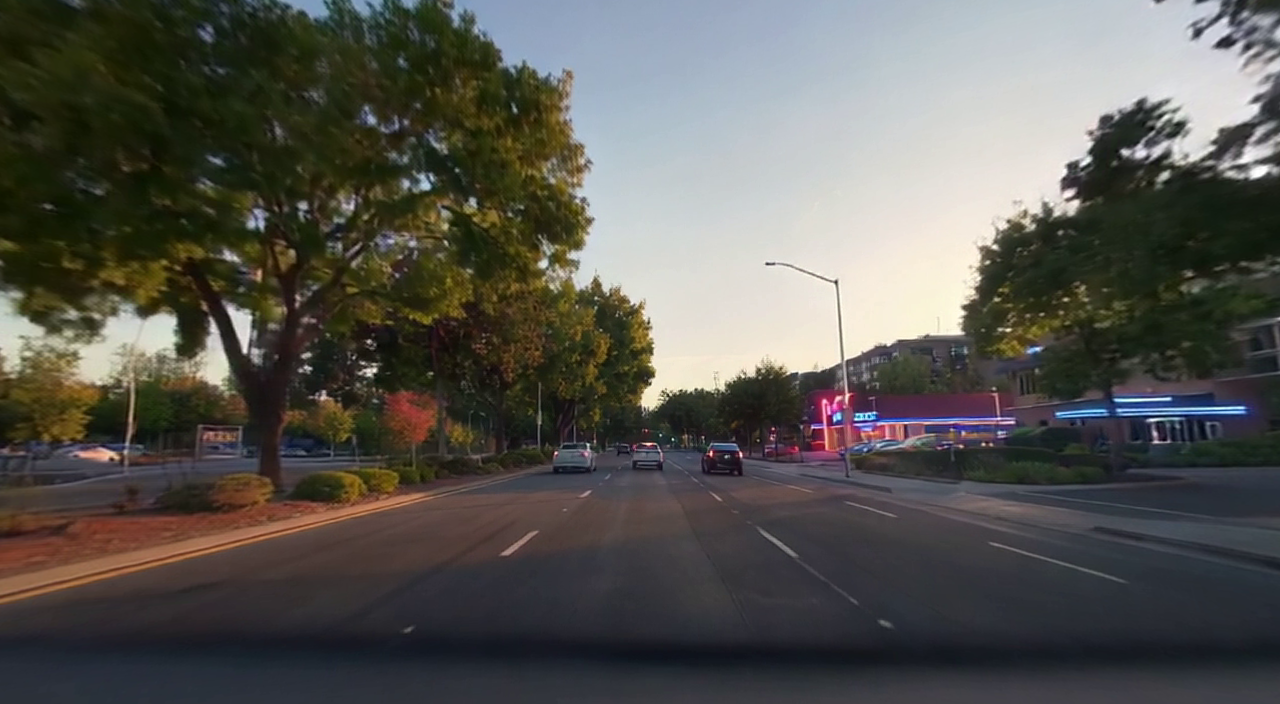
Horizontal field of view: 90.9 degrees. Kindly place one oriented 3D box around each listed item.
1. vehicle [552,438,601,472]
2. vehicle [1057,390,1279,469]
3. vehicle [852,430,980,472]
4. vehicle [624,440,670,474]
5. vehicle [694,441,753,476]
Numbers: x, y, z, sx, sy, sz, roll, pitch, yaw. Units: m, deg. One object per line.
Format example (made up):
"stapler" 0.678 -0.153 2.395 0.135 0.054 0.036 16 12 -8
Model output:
"vehicle" -3.133 5.212 32.040 1.995 1.607 4.086 0 -8 1
"vehicle" 26.156 3.901 31.471 8.385 3.654 2.810 -1 -8 2
"vehicle" 13.391 4.842 30.834 5.144 1.834 2.188 -2 -9 2
"vehicle" 0.313 4.943 29.953 2.059 1.477 4.216 0 -8 0
"vehicle" 3.743 4.861 29.091 2.012 1.462 4.400 0 -8 -1
